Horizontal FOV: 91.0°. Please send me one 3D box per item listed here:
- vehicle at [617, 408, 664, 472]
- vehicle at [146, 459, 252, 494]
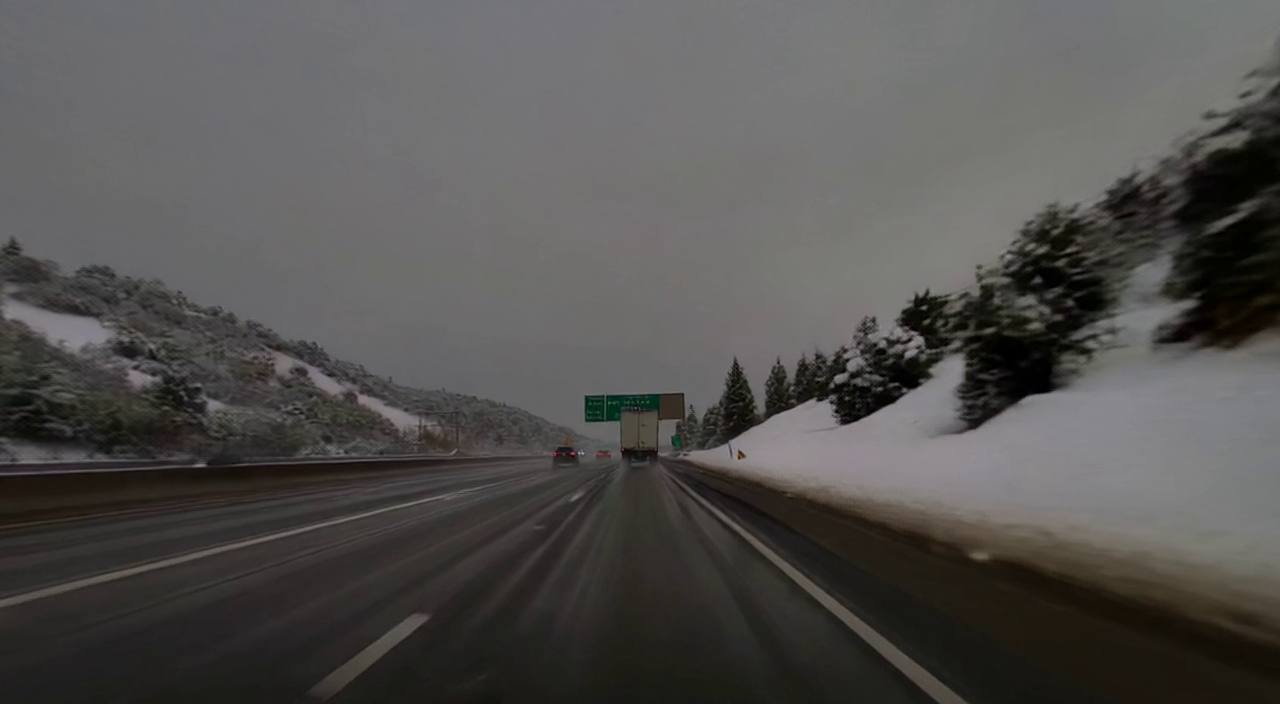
[{"bbox_3d":[0.126,6.568,46.555,3.039,4.131,11.822,0,-9,1],"label":"vehicle"},{"bbox_3d":[-21.577,6.095,31.060,1.926,1.503,4.481,0,-9,1],"label":"vehicle"}]
